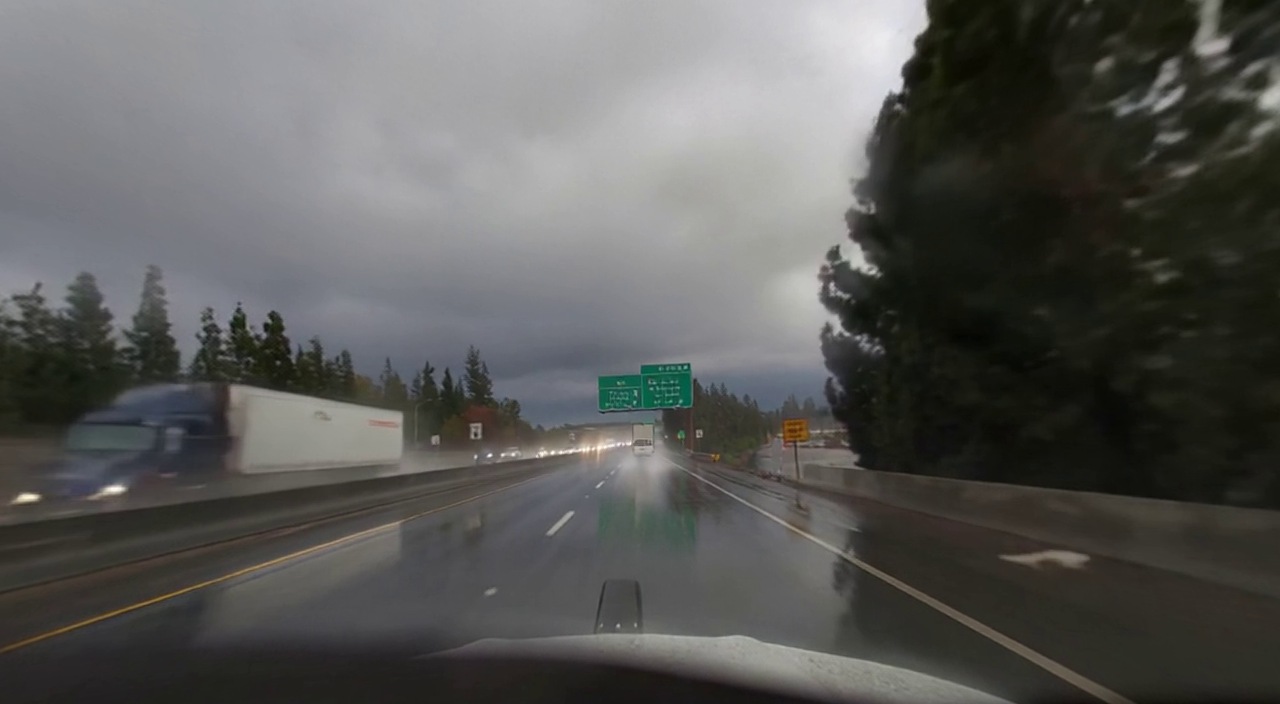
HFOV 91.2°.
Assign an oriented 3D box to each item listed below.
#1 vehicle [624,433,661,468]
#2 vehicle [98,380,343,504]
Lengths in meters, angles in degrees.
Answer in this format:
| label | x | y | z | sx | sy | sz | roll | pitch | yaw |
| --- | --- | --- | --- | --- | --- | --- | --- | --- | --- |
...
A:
| label | x | y | z | sx | sy | sz | roll | pitch | yaw |
| --- | --- | --- | --- | --- | --- | --- | --- | --- | --- |
| vehicle | 0.205 | 6.501 | 41.294 | 2.268 | 2.122 | 4.595 | -1 | -9 | 1 |
| vehicle | -16.160 | 3.710 | 25.663 | 3.002 | 4.004 | 10.140 | 0 | -9 | 0 |
